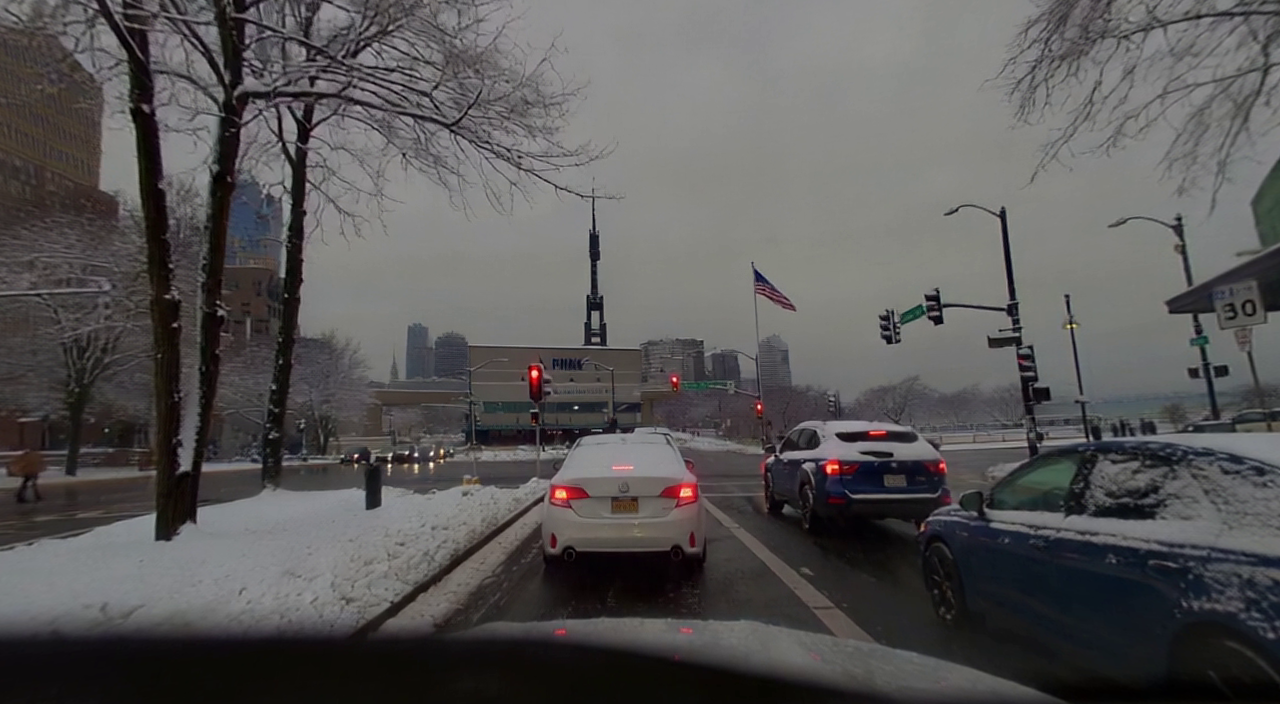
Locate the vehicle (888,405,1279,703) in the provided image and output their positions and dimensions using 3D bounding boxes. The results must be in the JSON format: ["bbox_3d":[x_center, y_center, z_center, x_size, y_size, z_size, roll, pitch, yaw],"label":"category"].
[{"bbox_3d":[3.380,1.177,4.007,1.833,1.465,4.258,0,-8,-1],"label":"vehicle"}]

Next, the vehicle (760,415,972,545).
[{"bbox_3d":[3.509,2.084,10.935,1.978,1.738,4.599,0,-8,1],"label":"vehicle"}]

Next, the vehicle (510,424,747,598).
[{"bbox_3d":[-0.108,1.699,7.558,2.096,1.521,3.747,0,-8,0],"label":"vehicle"}]
